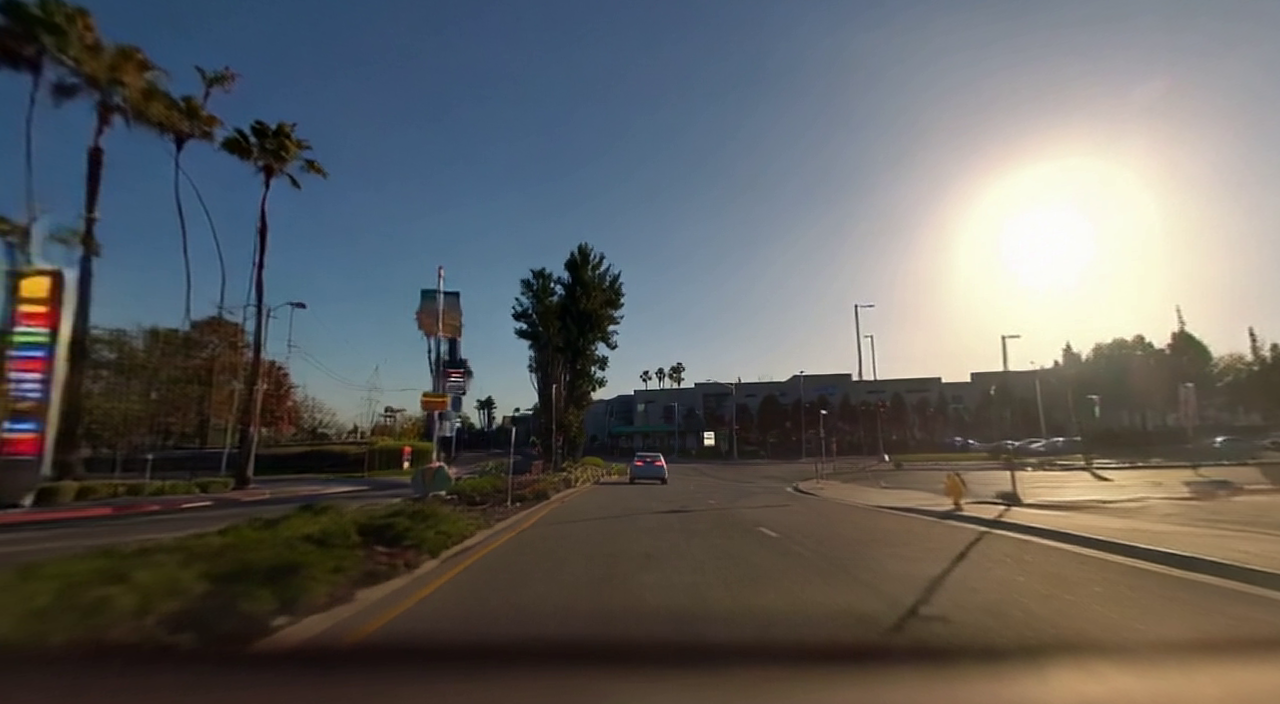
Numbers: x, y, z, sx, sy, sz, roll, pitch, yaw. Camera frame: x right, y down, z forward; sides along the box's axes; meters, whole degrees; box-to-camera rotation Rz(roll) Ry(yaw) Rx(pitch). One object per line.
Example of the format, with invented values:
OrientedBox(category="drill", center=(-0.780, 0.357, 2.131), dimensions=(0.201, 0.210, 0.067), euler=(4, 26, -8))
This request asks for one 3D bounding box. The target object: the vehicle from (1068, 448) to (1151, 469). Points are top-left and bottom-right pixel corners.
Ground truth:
OrientedBox(category="vehicle", center=(34.541, 7.827, 46.544), dimensions=(4.349, 1.460, 2.027), euler=(0, -10, 4))

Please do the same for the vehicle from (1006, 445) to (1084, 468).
OrientedBox(category="vehicle", center=(29.968, 7.727, 46.861), dimensions=(4.377, 1.633, 1.834), euler=(0, -9, 4))

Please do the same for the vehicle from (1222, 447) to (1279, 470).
OrientedBox(category="vehicle", center=(45.730, 7.758, 46.097), dimensions=(4.424, 1.624, 1.873), euler=(0, -9, 2))

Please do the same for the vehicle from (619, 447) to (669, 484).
OrientedBox(category="vehicle", center=(0.110, 5.058, 28.407), dimensions=(2.073, 1.525, 4.809), euler=(1, -9, -1))

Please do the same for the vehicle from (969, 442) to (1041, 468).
OrientedBox(category="vehicle", center=(28.440, 8.018, 49.296), dimensions=(4.381, 1.892, 1.942), euler=(0, -9, 1))
